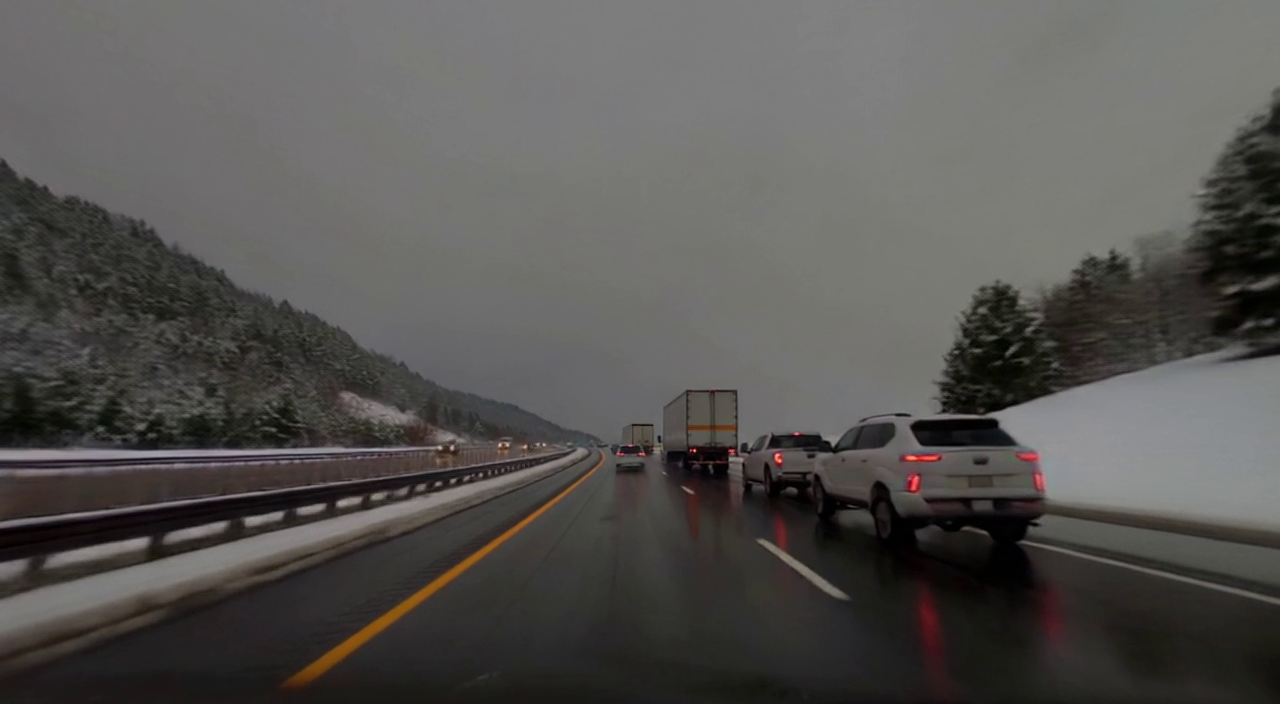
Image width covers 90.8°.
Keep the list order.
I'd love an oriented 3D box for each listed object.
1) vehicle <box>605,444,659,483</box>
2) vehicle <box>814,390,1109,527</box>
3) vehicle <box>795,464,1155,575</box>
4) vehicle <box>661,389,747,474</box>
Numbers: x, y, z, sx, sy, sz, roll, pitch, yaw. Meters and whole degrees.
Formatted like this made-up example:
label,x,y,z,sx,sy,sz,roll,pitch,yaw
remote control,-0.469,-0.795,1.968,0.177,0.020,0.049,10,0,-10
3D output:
label,x,y,z,sx,sy,sz,roll,pitch,yaw
vehicle,-0.363,4.531,25.875,2.029,1.437,3.794,0,-9,-2
vehicle,4.050,1.481,8.964,1.873,1.465,4.264,0,-9,-1
vehicle,3.987,2.141,8.972,2.129,0.956,5.390,0,-9,-1
vehicle,3.310,4.968,37.851,2.911,4.099,14.578,0,-9,-3
